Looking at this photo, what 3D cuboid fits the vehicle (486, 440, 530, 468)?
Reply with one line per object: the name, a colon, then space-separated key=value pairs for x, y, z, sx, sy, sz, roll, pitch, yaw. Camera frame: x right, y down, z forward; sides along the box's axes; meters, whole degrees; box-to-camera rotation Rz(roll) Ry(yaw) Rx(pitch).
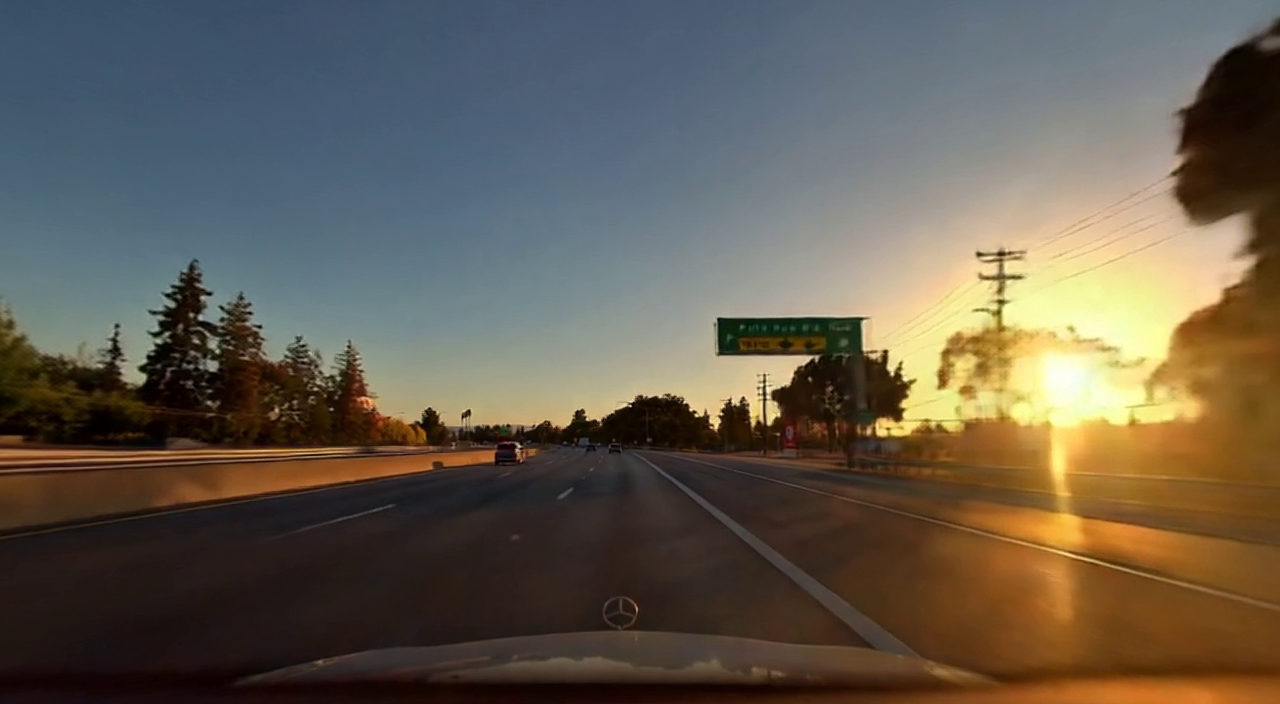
vehicle: x=-8.599 y=6.683 z=41.572 sx=2.053 sy=1.682 sz=4.423 roll=0 pitch=-8 yaw=-1
